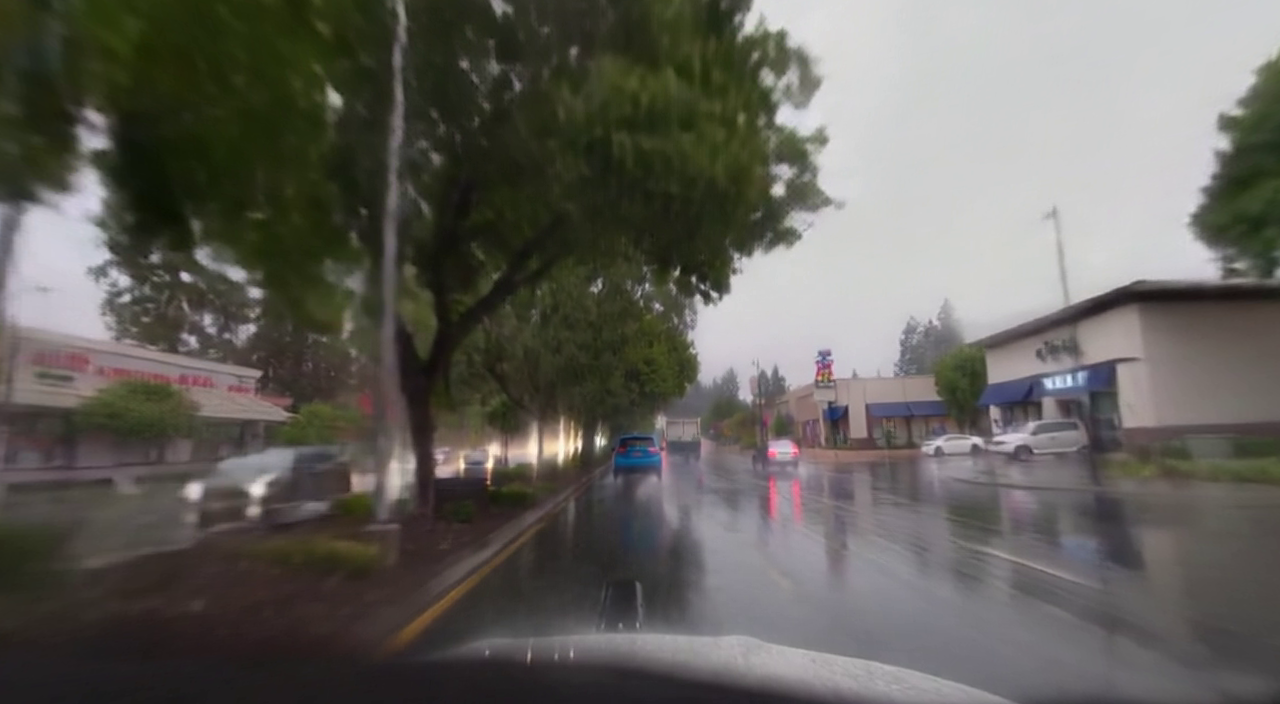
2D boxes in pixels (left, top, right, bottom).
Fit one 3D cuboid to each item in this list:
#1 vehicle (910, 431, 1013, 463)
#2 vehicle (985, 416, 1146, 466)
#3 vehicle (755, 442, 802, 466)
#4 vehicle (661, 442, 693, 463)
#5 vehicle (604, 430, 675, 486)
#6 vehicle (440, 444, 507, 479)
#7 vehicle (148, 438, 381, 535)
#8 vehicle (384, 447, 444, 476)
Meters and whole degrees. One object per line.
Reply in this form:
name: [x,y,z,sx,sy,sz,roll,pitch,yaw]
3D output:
vehicle: [19.456,5.733,38.366,4.932,1.514,2.327,-3,-7,-5]
vehicle: [19.677,4.148,29.487,5.677,2.171,2.393,0,-8,4]
vehicle: [9.124,6.761,41.991,2.045,1.484,4.342,0,-8,-2]
vehicle: [2.798,7.650,48.310,2.078,1.471,4.142,0,-8,-1]
vehicle: [-0.057,3.712,22.486,2.266,1.762,4.131,0,-8,-1]
vehicle: [-7.946,5.241,30.646,1.948,1.508,4.749,0,-8,0]
vehicle: [-7.609,2.717,13.529,2.078,1.694,4.611,-1,-8,1]
vehicle: [-13.504,6.551,38.043,1.958,1.604,4.279,0,-8,0]
